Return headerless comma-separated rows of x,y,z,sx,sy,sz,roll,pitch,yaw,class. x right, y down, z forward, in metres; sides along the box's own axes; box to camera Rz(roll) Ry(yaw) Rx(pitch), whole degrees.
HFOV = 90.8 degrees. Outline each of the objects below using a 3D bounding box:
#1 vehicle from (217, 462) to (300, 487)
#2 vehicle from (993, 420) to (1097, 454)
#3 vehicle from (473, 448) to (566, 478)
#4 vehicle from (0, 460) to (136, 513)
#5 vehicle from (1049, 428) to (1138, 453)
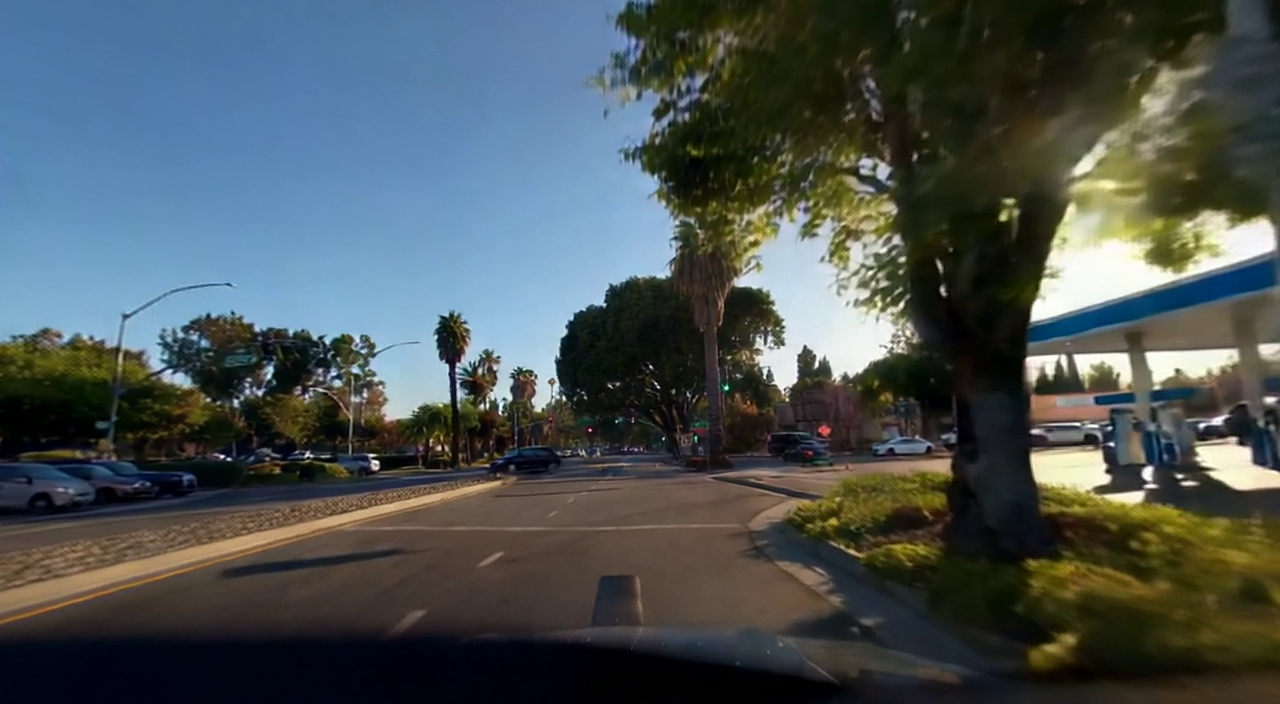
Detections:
-25.595,8.221,42.450,4.407,1.565,1.861,0,-9,3,vehicle
30.570,6.429,47.805,6.052,2.171,2.511,-3,-8,-2,vehicle
-6.568,6.065,34.907,1.920,1.496,4.763,-8,-12,43,vehicle
-19.348,4.235,20.156,4.758,1.542,1.941,0,-9,-2,vehicle
30.357,5.956,42.341,4.286,1.519,2.070,-2,-9,0,vehicle
